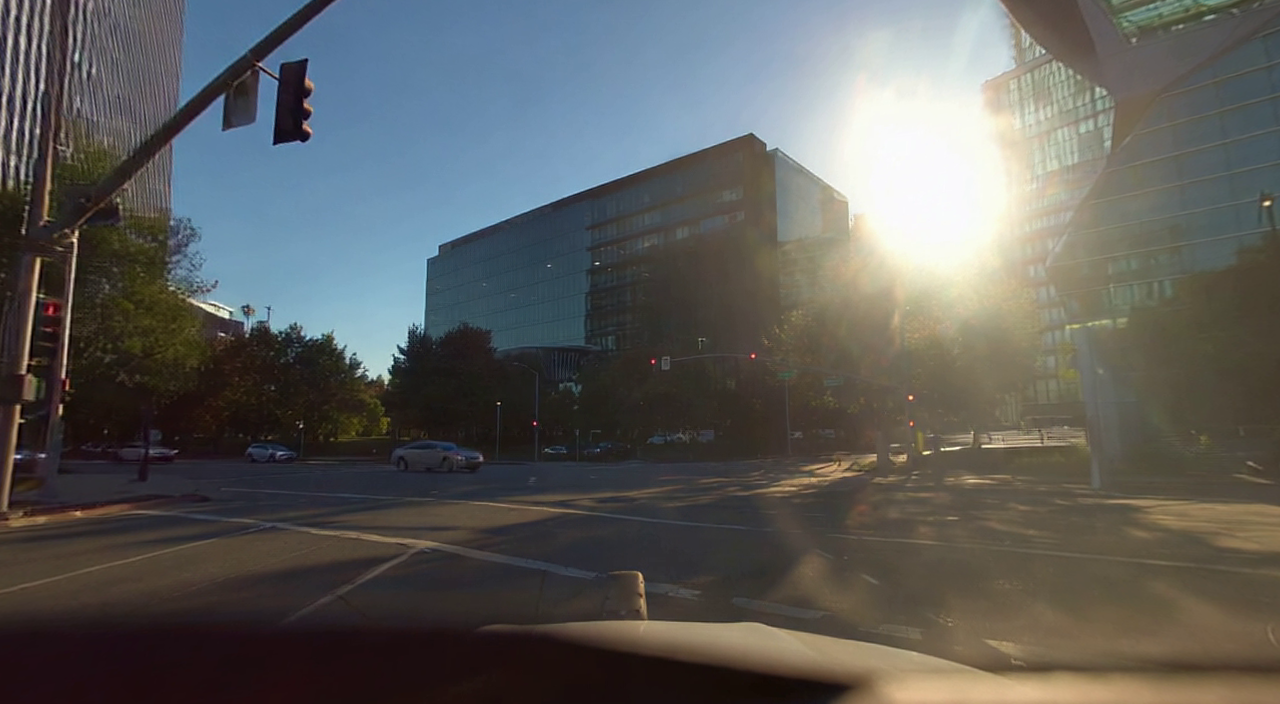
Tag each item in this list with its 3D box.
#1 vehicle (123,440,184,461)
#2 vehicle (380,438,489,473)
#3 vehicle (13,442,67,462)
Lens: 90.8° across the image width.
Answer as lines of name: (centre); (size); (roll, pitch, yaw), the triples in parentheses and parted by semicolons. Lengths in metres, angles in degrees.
vehicle: (-35.718, 7.246, 46.320); (4.380, 1.455, 1.869); (-5, -10, 29)
vehicle: (-9.907, 4.943, 30.335); (5.408, 1.505, 2.091); (-6, -10, 35)
vehicle: (-43.864, 7.280, 46.136); (4.323, 1.390, 1.953); (-6, -10, 35)
